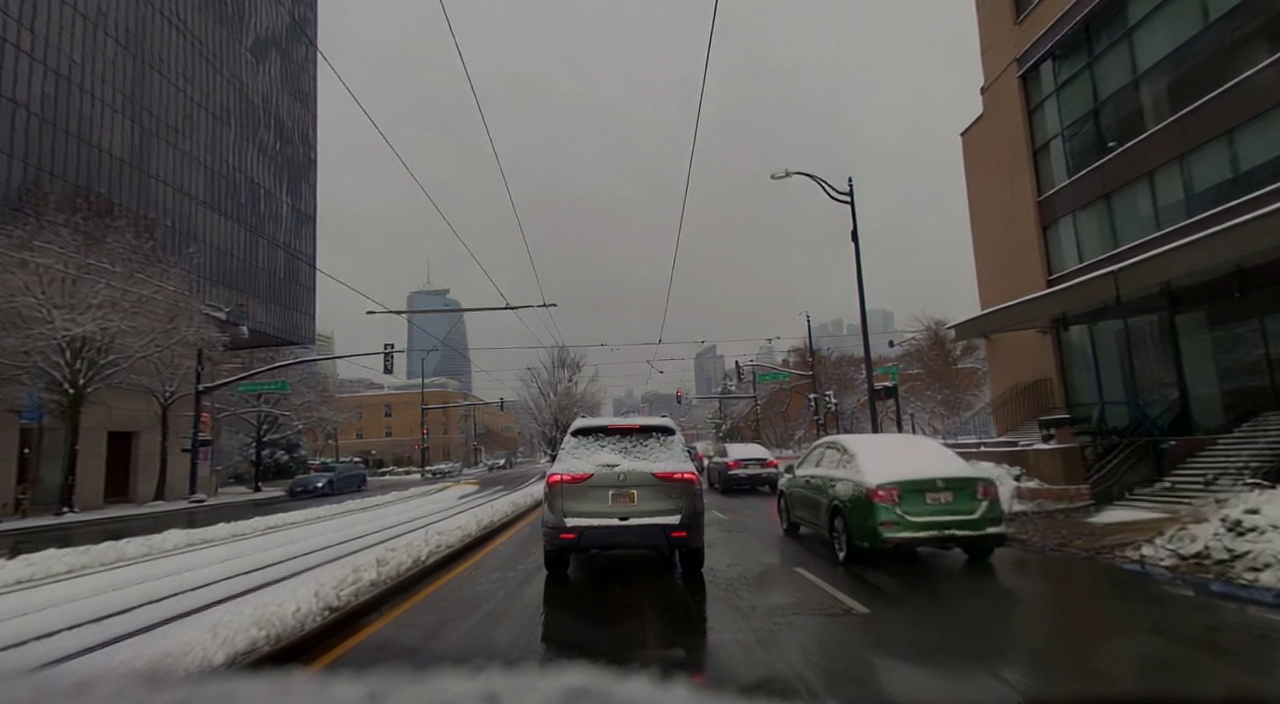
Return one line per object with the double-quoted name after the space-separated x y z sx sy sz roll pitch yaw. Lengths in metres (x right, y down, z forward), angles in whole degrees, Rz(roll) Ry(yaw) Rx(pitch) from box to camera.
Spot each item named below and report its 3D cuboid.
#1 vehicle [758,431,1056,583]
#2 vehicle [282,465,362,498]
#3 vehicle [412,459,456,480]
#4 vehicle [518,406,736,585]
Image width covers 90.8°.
3.081 1.867 8.512 1.993 1.480 4.324 0 -8 -2 "vehicle"
-15.648 6.364 31.330 1.798 1.409 4.239 0 -8 -1 "vehicle"
-16.141 9.250 49.816 2.077 1.458 4.718 0 -8 -3 "vehicle"
-0.216 1.751 8.556 2.178 1.779 4.255 0 -8 -2 "vehicle"
